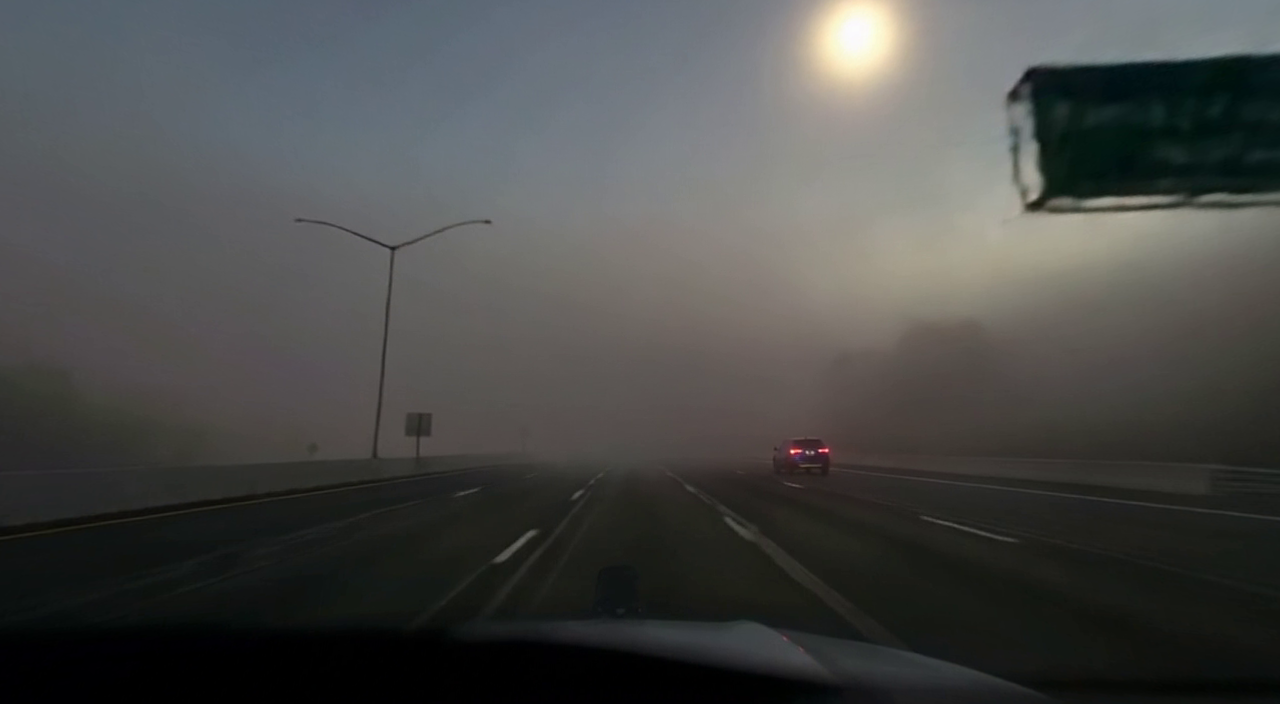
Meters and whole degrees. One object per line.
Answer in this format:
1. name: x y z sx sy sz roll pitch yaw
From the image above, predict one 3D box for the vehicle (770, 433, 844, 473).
1. vehicle: 7.709 4.730 29.544 2.091 1.711 4.383 0 -9 -2
